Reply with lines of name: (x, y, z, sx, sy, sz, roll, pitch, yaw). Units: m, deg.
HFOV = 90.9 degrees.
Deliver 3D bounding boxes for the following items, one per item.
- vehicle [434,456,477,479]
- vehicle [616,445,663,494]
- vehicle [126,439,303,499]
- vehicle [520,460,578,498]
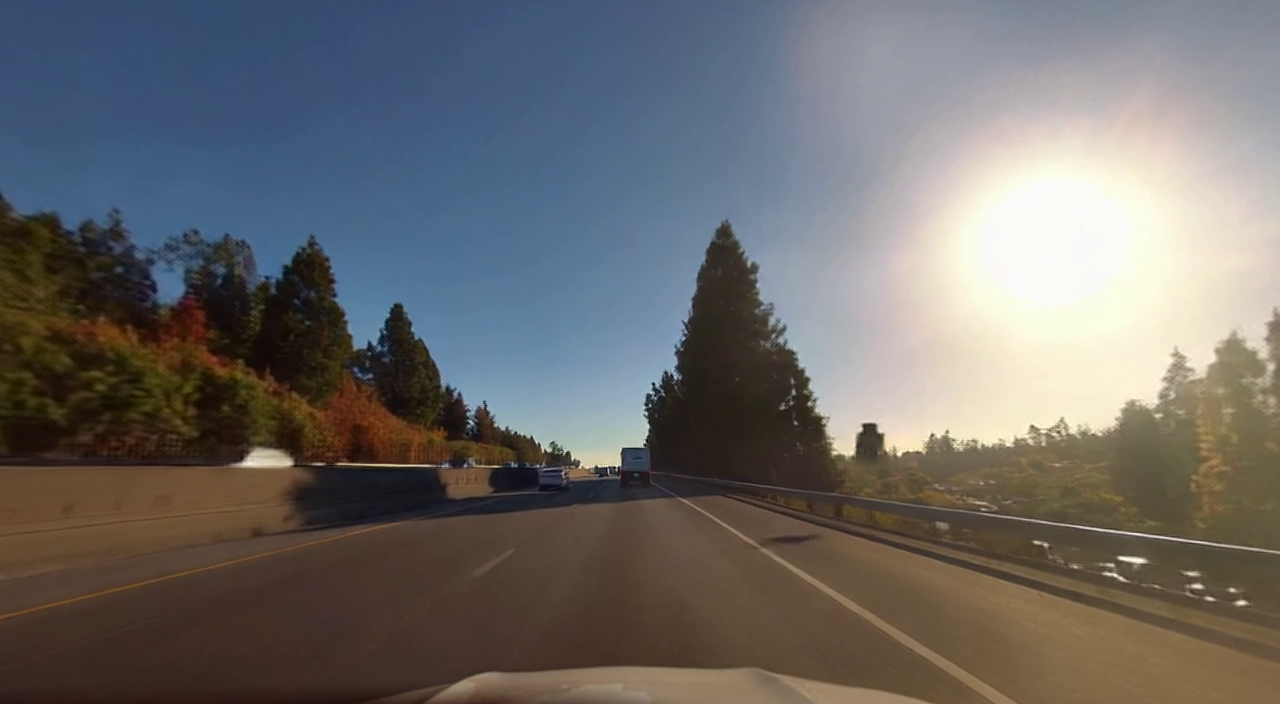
vehicle: (-13.369, 8.407, 45.857, 1.909, 1.531, 4.122, 1, -11, 0)
vehicle: (-0.104, 6.828, 36.618, 2.482, 2.549, 5.447, 1, -11, -2)
vehicle: (-12.373, 3.487, 18.804, 1.918, 1.510, 4.728, 1, -11, 0)
vehicle: (-4.137, 5.857, 29.244, 2.100, 1.605, 3.883, 1, -10, 0)
